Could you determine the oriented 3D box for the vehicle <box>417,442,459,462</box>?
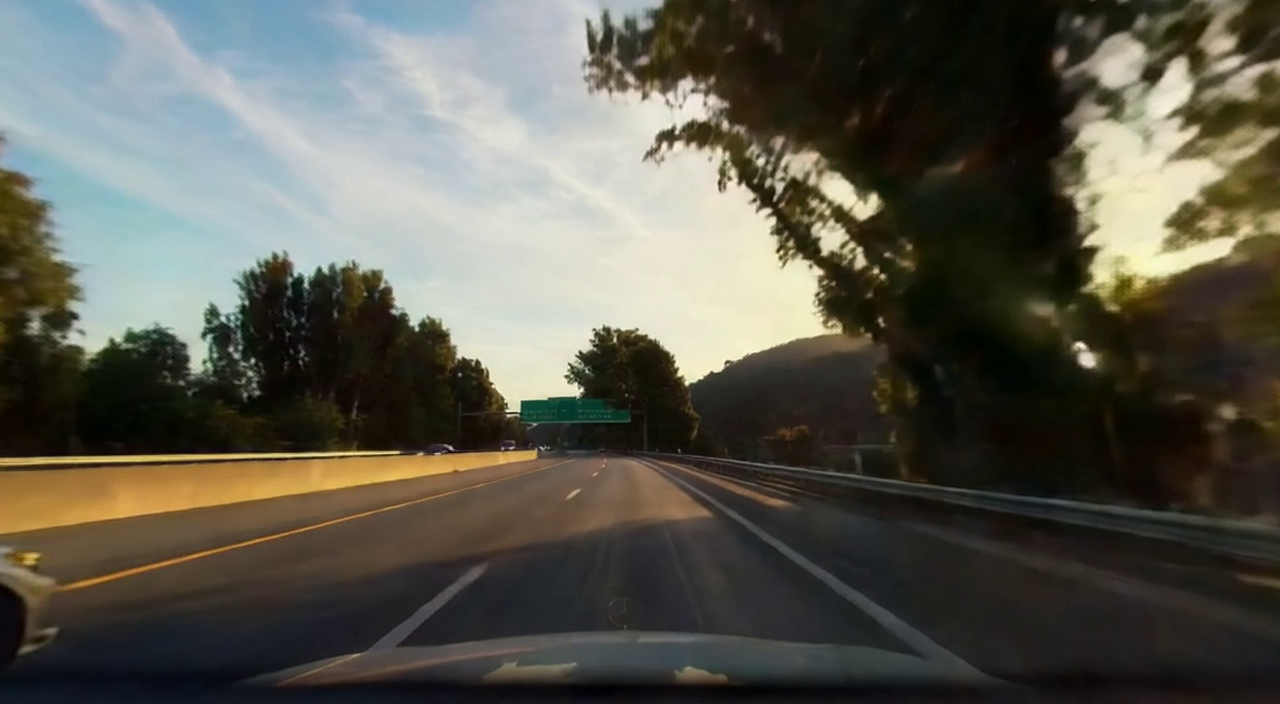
[{"bbox_3d":[-15.827,7.858,49.548,1.903,1.485,4.494,0,-9,-2],"label":"vehicle"}]
